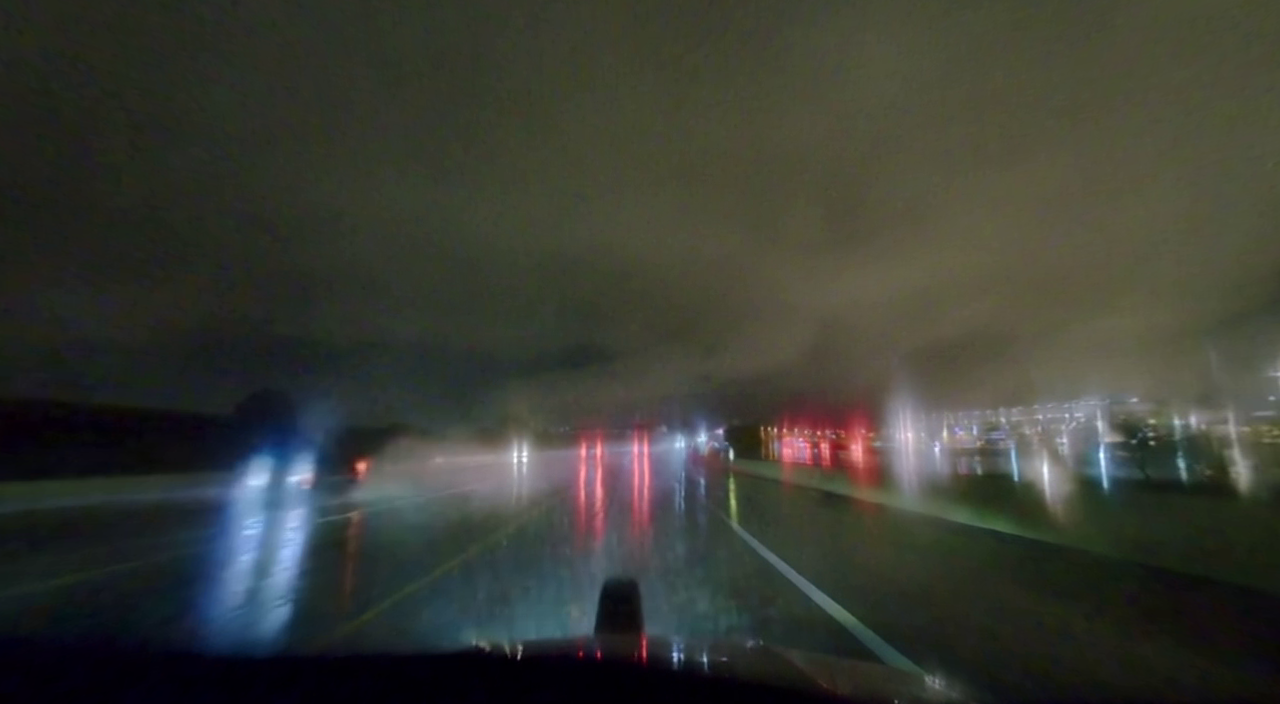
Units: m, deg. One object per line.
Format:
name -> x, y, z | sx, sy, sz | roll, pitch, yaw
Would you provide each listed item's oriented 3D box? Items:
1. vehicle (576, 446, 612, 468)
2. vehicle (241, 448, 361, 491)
vehicle -> -3.373, 7.863, 47.074 | 2.268, 1.600, 4.724 | 0, -9, 1
vehicle -> -13.346, 4.628, 25.074 | 2.211, 1.519, 4.566 | 0, -9, 0
